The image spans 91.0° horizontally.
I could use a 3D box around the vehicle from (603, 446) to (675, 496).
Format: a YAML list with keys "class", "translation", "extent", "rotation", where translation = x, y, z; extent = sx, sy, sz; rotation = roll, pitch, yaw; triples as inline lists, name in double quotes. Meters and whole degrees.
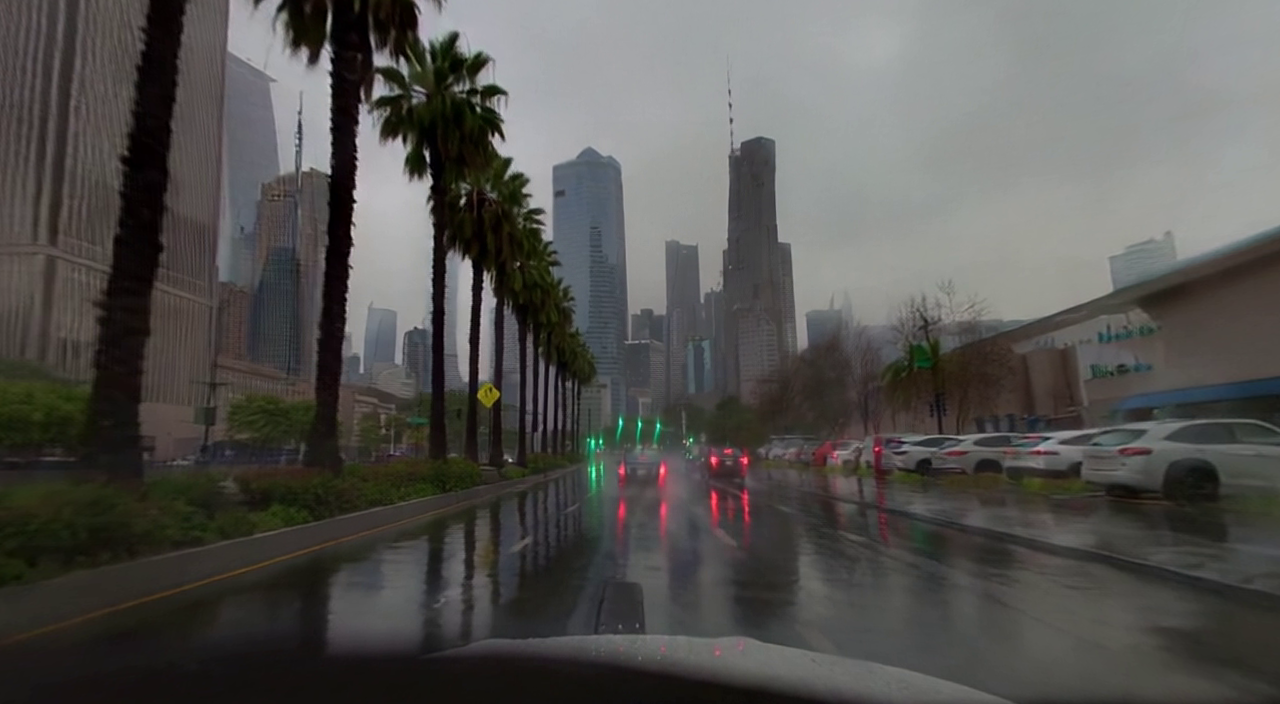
- class: "vehicle"
  translation: [0.008, 4.006, 21.543]
  extent: [2.235, 1.528, 3.876]
  rotation: [0, -8, 1]

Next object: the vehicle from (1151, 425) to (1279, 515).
- class: "vehicle"
  translation: [12.668, 2.190, 11.946]
  extent: [3.929, 1.508, 2.326]
  rotation: [0, -9, -2]

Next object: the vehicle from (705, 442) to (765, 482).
- class: "vehicle"
  translation: [4.470, 5.253, 30.408]
  extent: [2.136, 1.774, 4.778]
  rotation: [0, -8, 0]
